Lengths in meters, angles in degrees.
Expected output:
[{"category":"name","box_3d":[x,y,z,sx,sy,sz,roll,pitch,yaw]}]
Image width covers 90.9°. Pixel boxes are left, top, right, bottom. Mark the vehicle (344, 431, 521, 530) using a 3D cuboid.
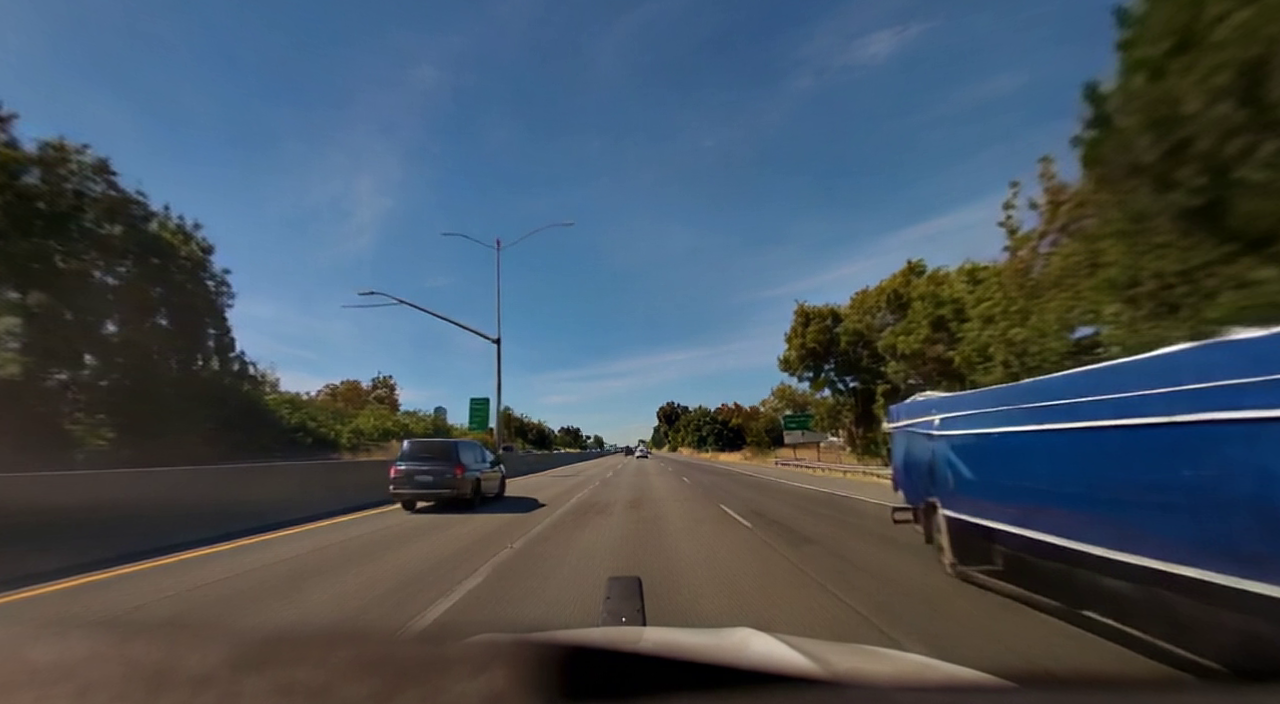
[{"category":"vehicle","box_3d":[-3.664,2.345,12.013,1.965,1.556,3.971,0,-9,1]}]
